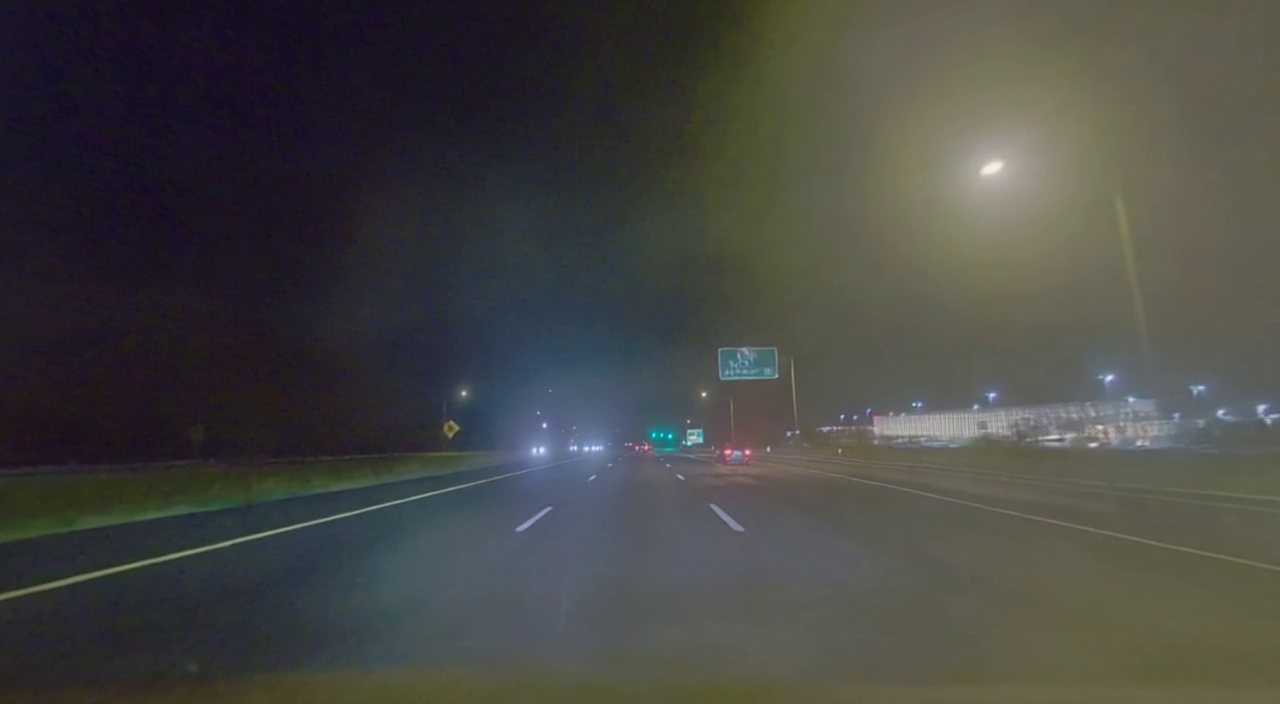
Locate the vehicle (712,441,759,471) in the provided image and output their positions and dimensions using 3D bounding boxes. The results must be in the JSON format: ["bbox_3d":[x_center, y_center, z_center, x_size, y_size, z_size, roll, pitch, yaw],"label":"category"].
[{"bbox_3d":[5.587,6.142,37.418,2.085,1.594,4.848,0,-9,0],"label":"vehicle"}]
